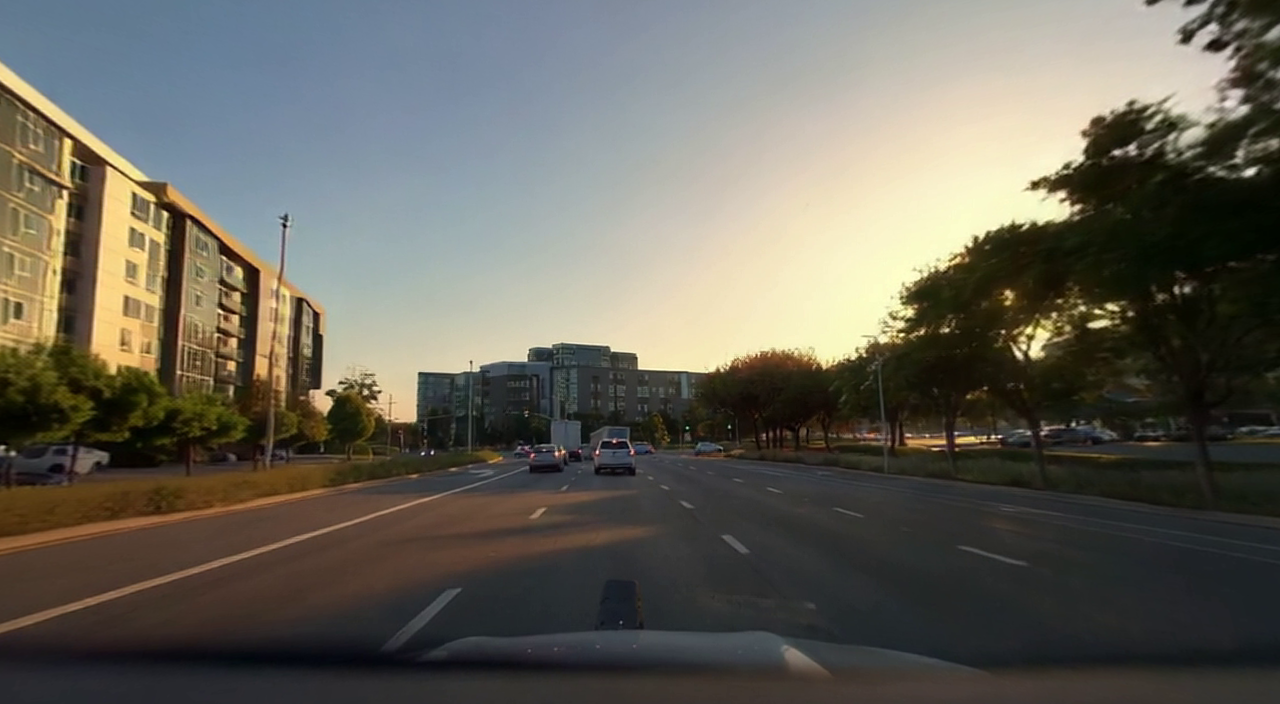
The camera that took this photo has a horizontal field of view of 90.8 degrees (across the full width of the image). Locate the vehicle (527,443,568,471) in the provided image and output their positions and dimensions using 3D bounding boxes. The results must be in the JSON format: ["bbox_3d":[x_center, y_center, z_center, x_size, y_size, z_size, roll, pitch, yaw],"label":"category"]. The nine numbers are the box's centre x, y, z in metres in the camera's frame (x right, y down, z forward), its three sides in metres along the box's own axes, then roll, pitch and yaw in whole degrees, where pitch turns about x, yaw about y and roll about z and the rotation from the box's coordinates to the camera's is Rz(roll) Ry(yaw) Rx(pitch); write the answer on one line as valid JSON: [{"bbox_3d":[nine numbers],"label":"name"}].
[{"bbox_3d":[-5.078,5.814,35.113,1.904,1.460,4.300,1,-9,-4],"label":"vehicle"}]

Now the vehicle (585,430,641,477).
[{"bbox_3d":[-1.230,4.433,27.748,2.260,1.872,4.578,0,-9,-4],"label":"vehicle"}]
